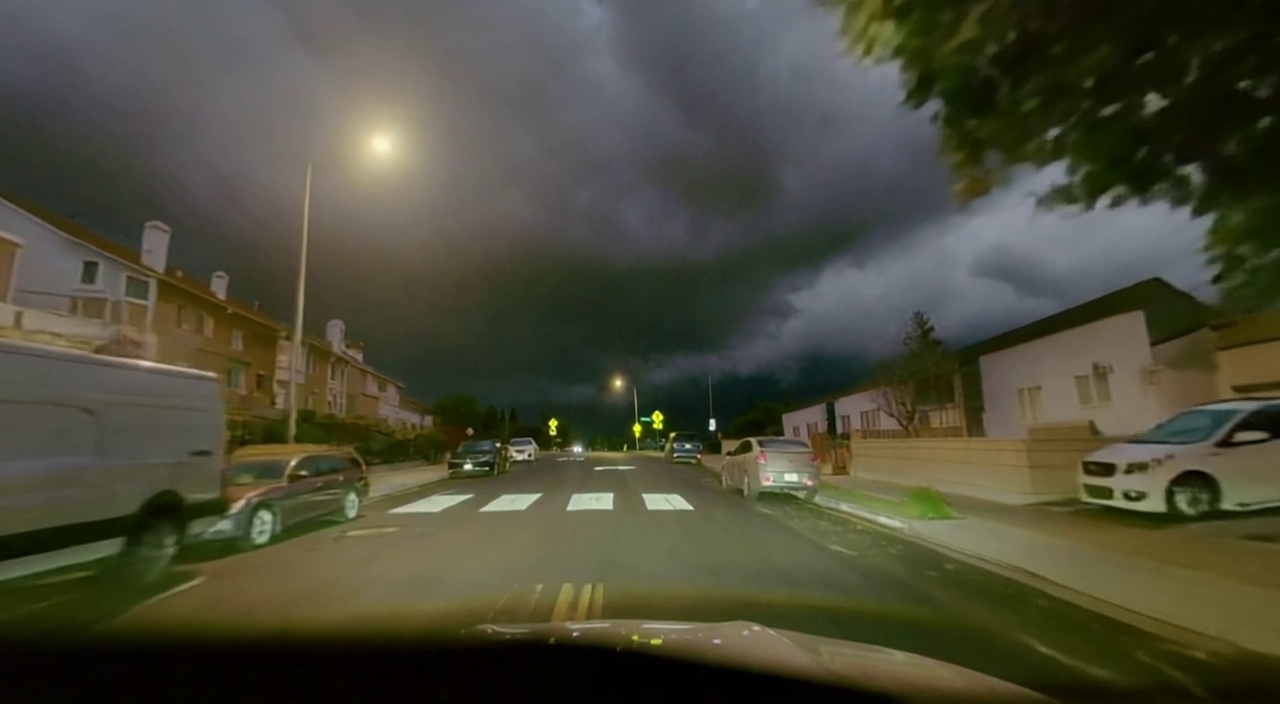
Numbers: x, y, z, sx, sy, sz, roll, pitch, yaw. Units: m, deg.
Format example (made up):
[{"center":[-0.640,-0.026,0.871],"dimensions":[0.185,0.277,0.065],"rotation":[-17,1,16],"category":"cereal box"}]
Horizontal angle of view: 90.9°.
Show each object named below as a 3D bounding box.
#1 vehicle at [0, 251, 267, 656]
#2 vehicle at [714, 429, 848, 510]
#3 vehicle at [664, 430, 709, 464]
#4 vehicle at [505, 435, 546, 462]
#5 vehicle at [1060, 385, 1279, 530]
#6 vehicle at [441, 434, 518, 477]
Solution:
[{"center":[-5.465,0.697,4.322],"dimensions":[2.270,2.706,5.871],"rotation":[0,-8,-2],"category":"vehicle"},{"center":[3.059,2.619,14.873],"dimensions":[1.875,1.568,4.899],"rotation":[1,-7,-2],"category":"vehicle"},{"center":[2.365,5.000,33.292],"dimensions":[1.997,1.663,4.544],"rotation":[0,-8,-1],"category":"vehicle"},{"center":[-6.749,5.705,37.548],"dimensions":[1.842,1.540,3.704],"rotation":[0,-7,-2],"category":"vehicle"},{"center":[8.937,1.484,9.109],"dimensions":[4.176,1.855,2.122],"rotation":[-3,-8,16],"category":"vehicle"},{"center":[-6.147,3.984,24.847],"dimensions":[1.972,1.502,5.530],"rotation":[0,-7,-4],"category":"vehicle"}]
